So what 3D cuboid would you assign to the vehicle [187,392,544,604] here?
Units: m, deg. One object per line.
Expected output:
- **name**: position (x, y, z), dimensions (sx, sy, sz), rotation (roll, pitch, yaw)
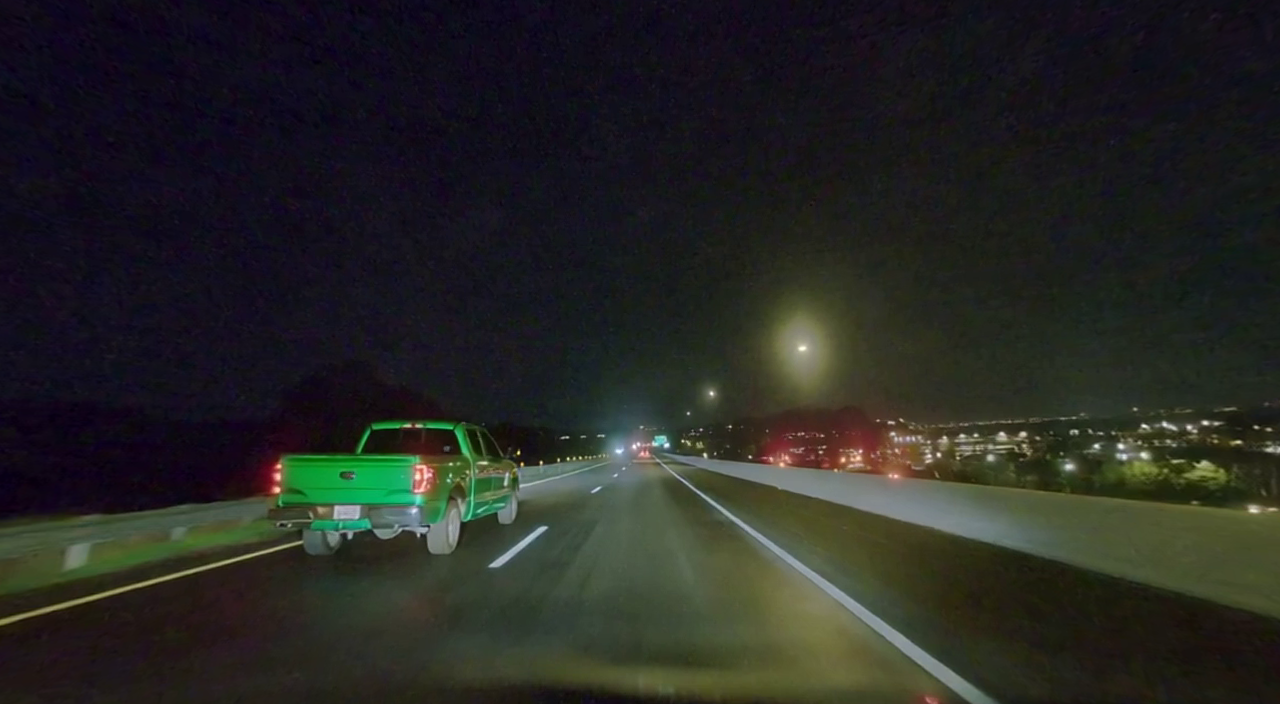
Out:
- **vehicle**: position (-2.949, 1.756, 8.650), dimensions (2.350, 1.932, 5.562), rotation (0, -8, 0)
